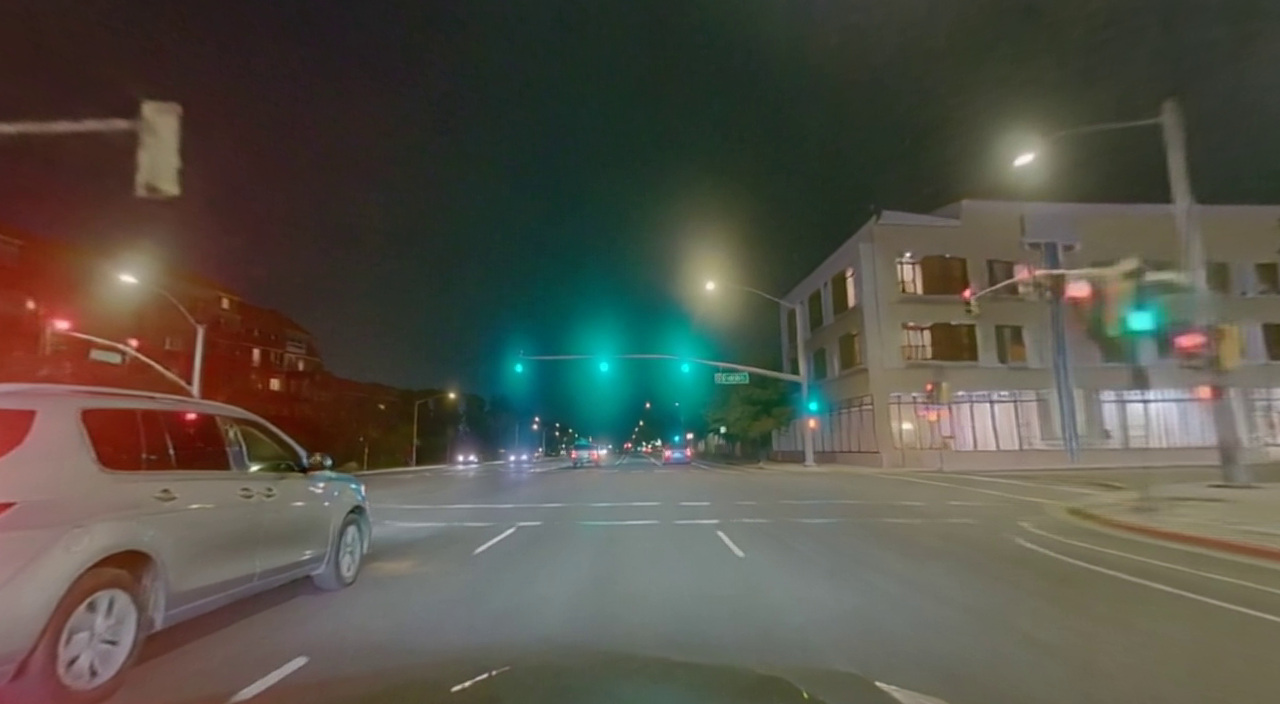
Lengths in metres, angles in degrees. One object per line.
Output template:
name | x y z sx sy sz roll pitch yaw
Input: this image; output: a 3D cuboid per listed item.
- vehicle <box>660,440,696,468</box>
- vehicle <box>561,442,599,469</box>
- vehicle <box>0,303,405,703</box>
vehicle | 2.509 6.811 42.432 2.018 1.719 4.369 0 -8 -2
vehicle | -3.863 6.736 41.357 2.083 1.685 4.069 0 -8 0
vehicle | -3.916 1.091 4.795 2.225 1.984 5.168 0 -8 0
